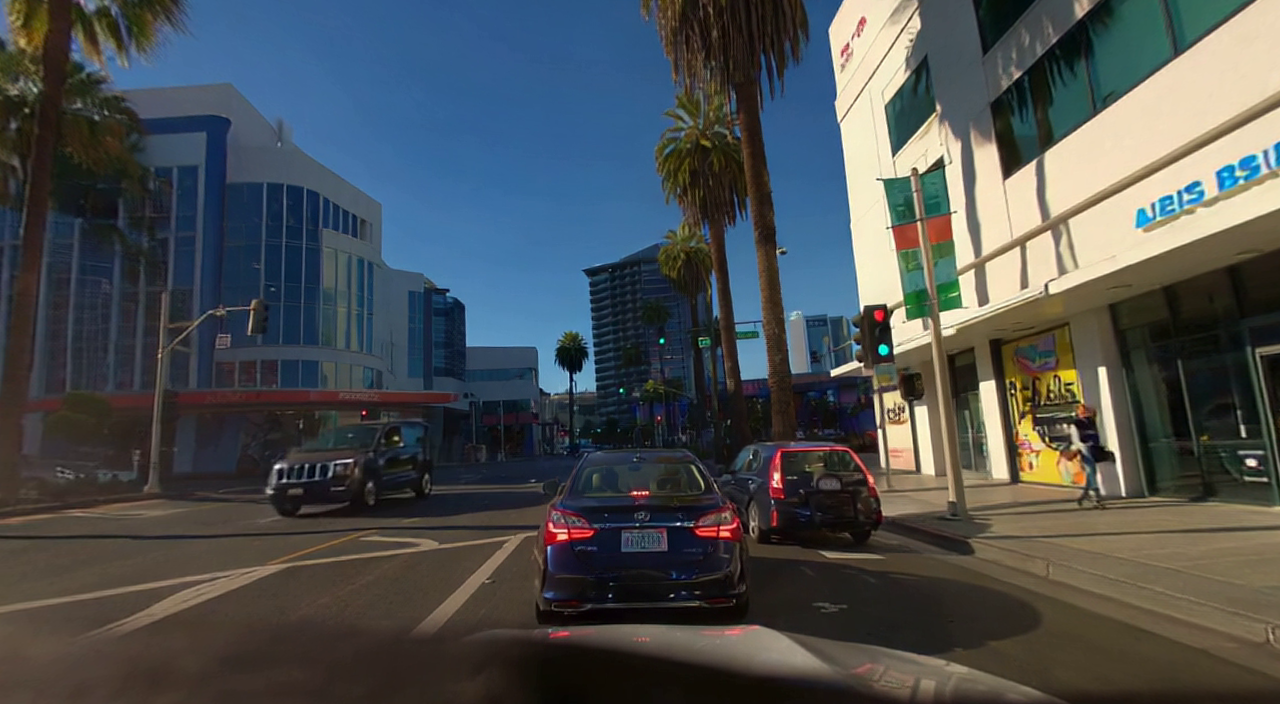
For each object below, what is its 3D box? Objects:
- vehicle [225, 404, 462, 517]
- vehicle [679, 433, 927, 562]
[{"bbox_3d":[-6.065,2.329,14.050,2.190,1.964,5.614,-1,-8,5],"label":"vehicle"},{"bbox_3d":[2.069,2.031,9.746,2.090,1.466,4.676,1,-8,-7],"label":"vehicle"}]
